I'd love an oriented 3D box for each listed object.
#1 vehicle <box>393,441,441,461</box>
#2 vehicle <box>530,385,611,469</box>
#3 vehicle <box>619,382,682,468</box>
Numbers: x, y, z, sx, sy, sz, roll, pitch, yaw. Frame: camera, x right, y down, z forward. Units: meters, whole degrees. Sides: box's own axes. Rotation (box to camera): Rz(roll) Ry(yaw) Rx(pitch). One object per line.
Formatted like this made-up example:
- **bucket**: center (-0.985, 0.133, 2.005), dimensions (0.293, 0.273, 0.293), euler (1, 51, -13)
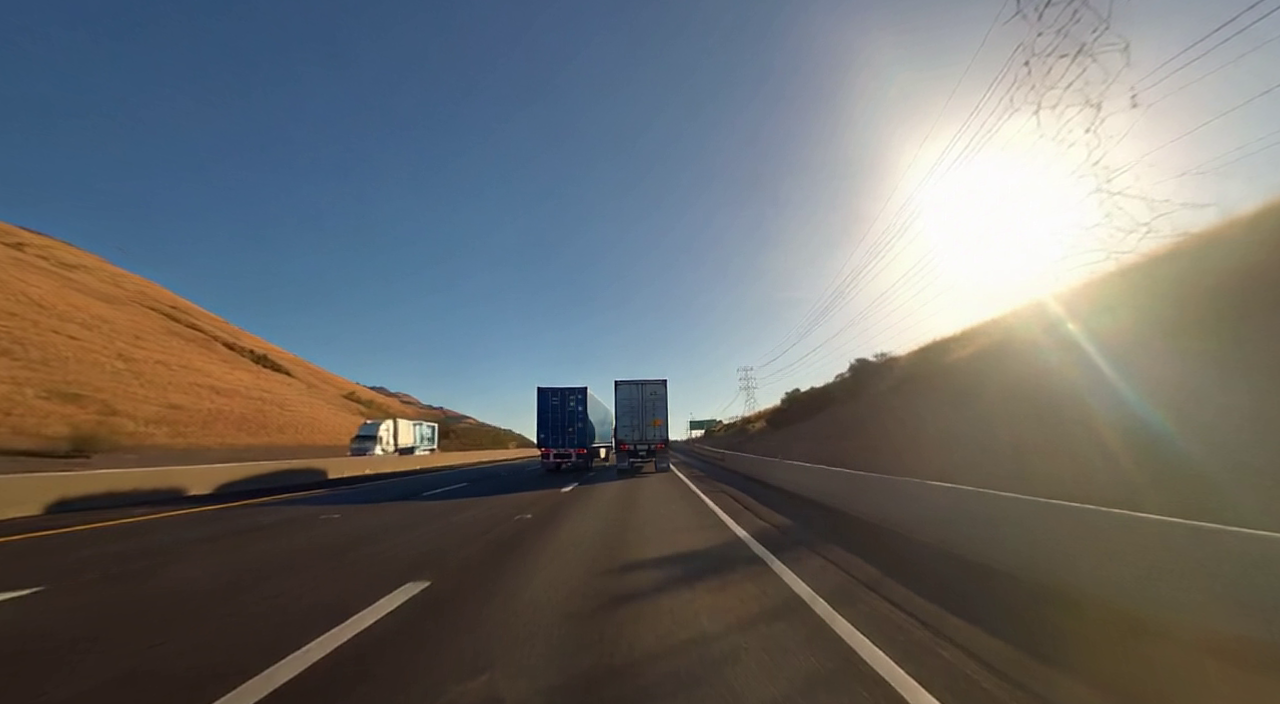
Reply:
- **vehicle**: center (-17.211, 7.666, 48.679), dimensions (2.010, 1.488, 4.362), euler (0, -8, 1)
- **vehicle**: center (-3.698, 4.628, 37.614), dimensions (3.065, 4.105, 13.706), euler (0, -8, 1)
- **vehicle**: center (0.380, 4.309, 36.039), dimensions (3.006, 4.120, 11.586), euler (0, -8, -1)
